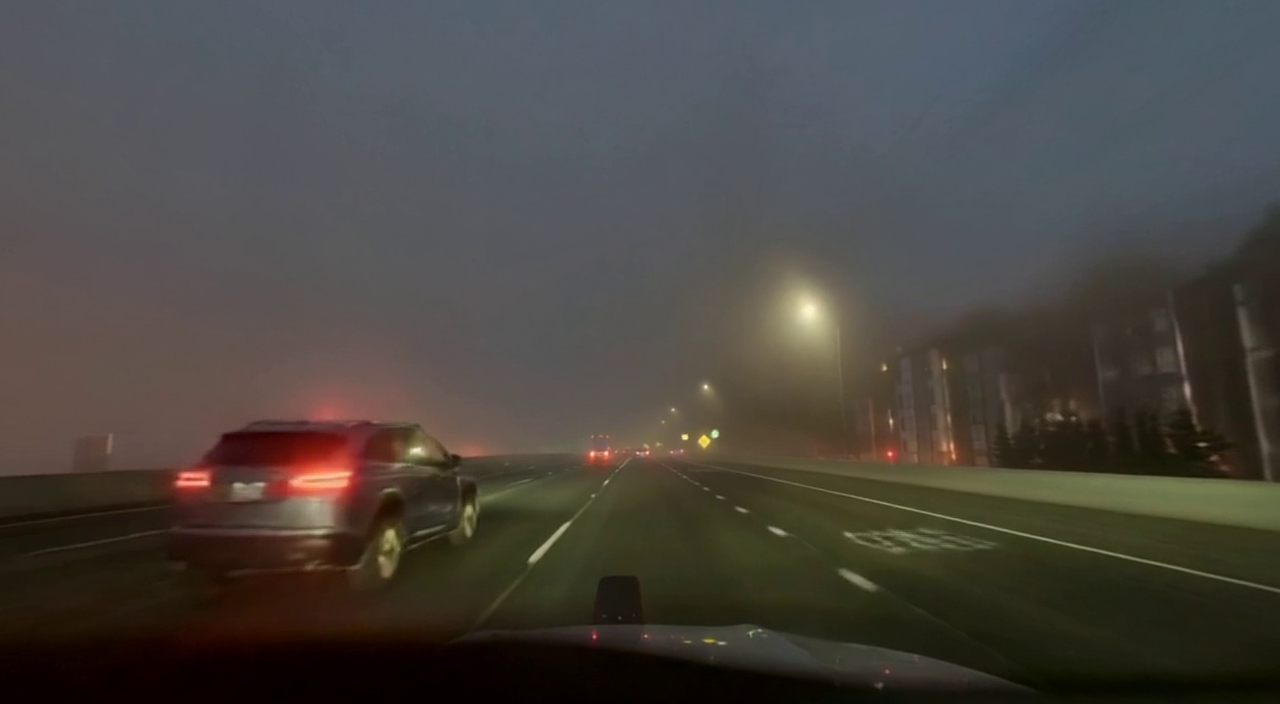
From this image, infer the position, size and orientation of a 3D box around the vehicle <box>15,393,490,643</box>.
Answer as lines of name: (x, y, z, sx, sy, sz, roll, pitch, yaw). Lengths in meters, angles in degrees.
vehicle: (-3.275, 1.519, 6.837, 2.075, 1.721, 4.763, 0, -9, 1)
